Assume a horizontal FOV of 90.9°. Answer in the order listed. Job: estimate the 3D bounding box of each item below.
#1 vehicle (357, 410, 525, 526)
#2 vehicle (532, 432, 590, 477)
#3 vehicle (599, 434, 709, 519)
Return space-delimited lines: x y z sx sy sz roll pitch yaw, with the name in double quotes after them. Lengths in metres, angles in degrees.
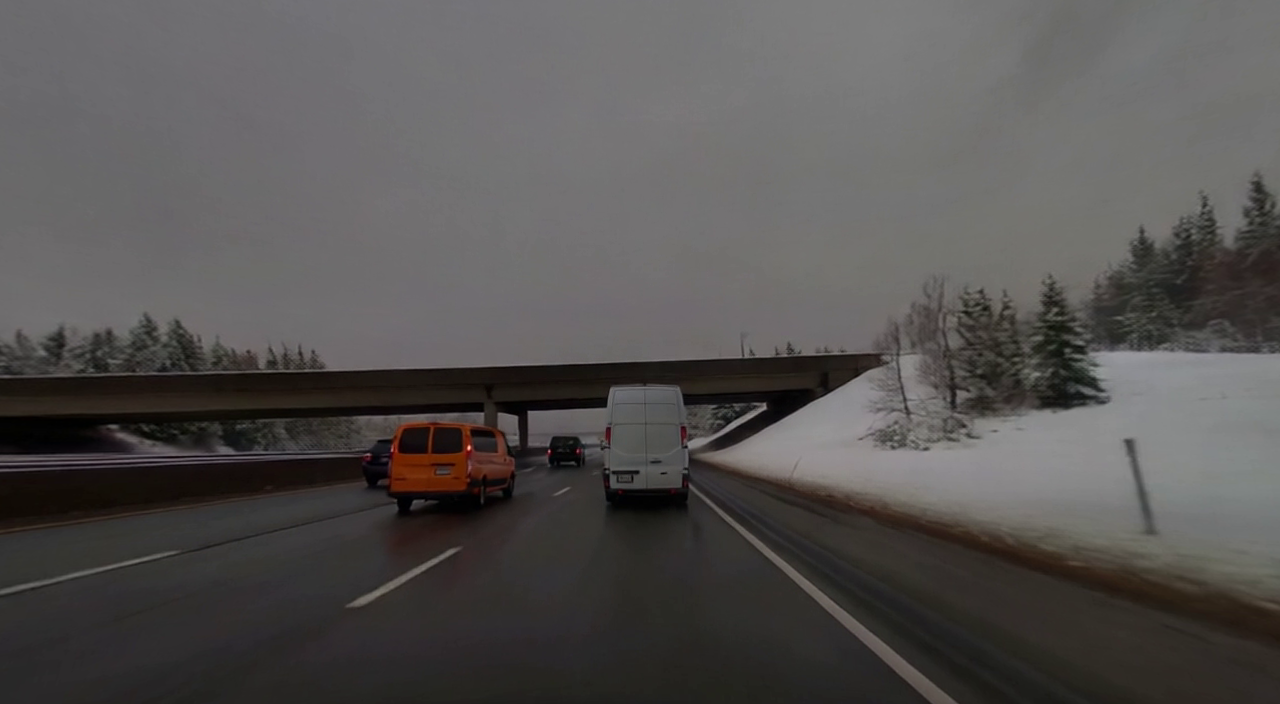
-3.639 2.211 12.397 1.951 1.882 3.979 0 -9 0 "vehicle"
-3.474 4.636 28.560 2.068 1.862 4.234 0 -9 0 "vehicle"
0.239 2.522 13.147 1.991 1.507 3.391 0 -9 0 "vehicle"
